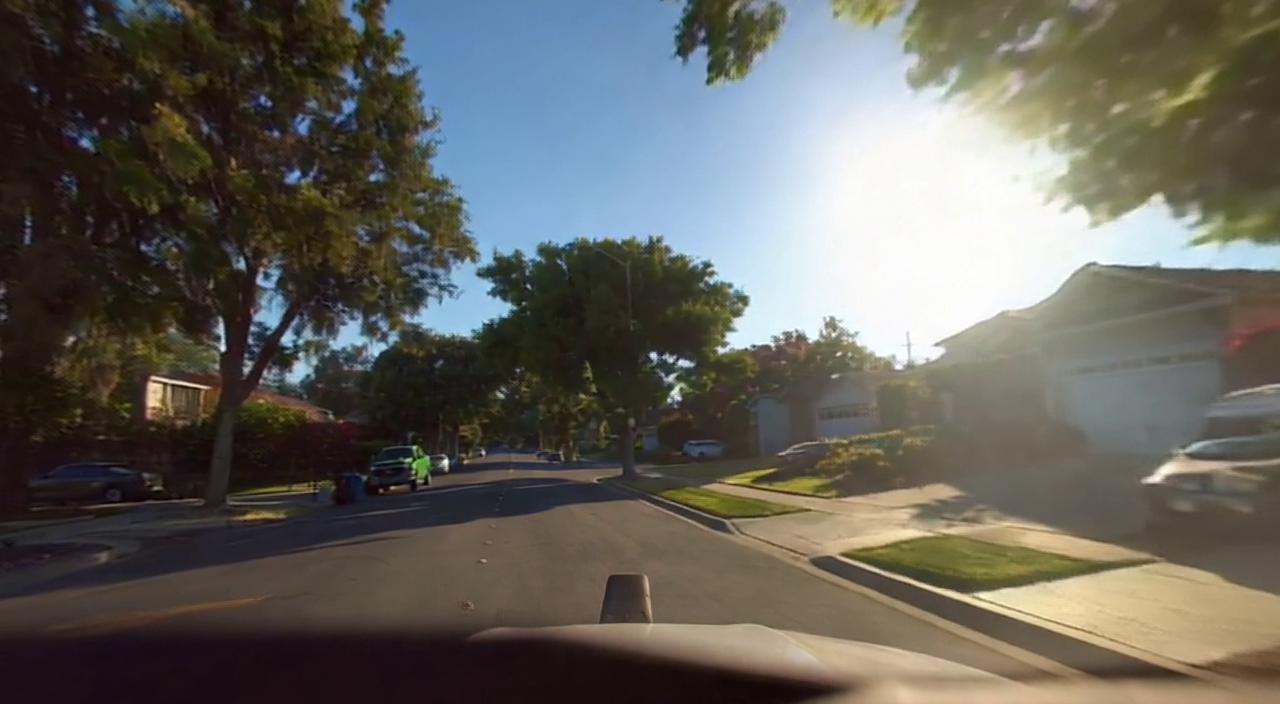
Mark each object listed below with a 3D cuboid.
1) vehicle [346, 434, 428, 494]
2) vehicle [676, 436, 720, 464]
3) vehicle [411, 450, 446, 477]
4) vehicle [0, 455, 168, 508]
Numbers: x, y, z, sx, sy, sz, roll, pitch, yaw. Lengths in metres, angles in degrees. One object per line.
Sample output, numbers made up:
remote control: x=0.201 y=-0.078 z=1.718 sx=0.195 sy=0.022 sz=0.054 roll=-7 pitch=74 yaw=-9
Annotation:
vehicle: x=-11.662 y=5.130 z=29.551 sx=2.223 sy=2.115 sz=5.707 roll=7 pitch=-6 yaw=-10
vehicle: x=4.177 y=7.151 z=46.341 sx=1.936 sy=1.687 sz=4.714 roll=-3 pitch=-6 yaw=-11
vehicle: x=-15.551 y=8.198 z=46.482 sx=1.945 sy=1.530 sz=4.430 roll=-3 pitch=-6 yaw=-13
vehicle: x=-19.008 y=4.323 z=21.104 sx=4.617 sy=1.491 sz=1.953 roll=-1 pitch=-10 yaw=-10
